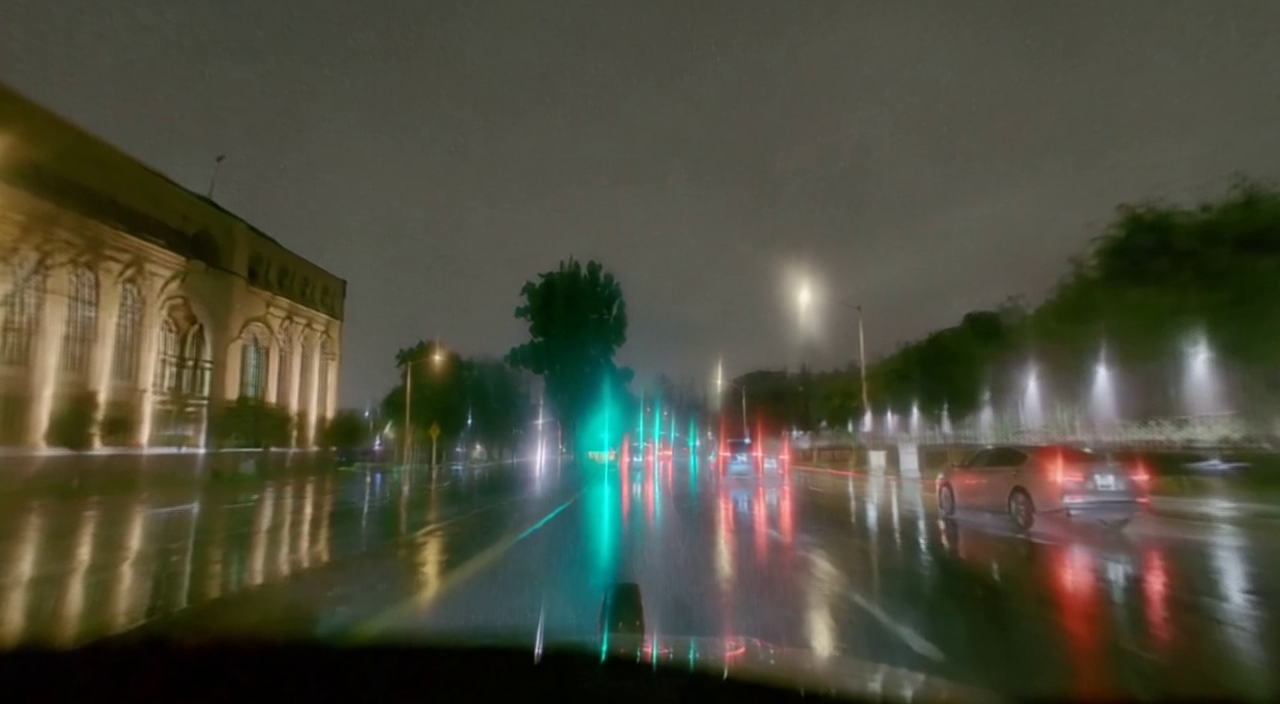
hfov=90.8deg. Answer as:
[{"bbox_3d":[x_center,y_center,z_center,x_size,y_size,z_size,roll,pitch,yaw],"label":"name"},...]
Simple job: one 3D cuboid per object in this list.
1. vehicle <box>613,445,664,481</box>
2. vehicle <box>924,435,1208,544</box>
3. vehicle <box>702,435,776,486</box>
[{"bbox_3d":[-0.061,4.798,27.622,2.054,1.446,3.969,0,-9,0],"label":"vehicle"},{"bbox_3d":[6.836,2.214,10.869,1.868,1.472,4.274,0,-9,-1],"label":"vehicle"},{"bbox_3d":[3.643,4.096,24.114,2.036,1.757,4.300,0,-9,-1],"label":"vehicle"}]
